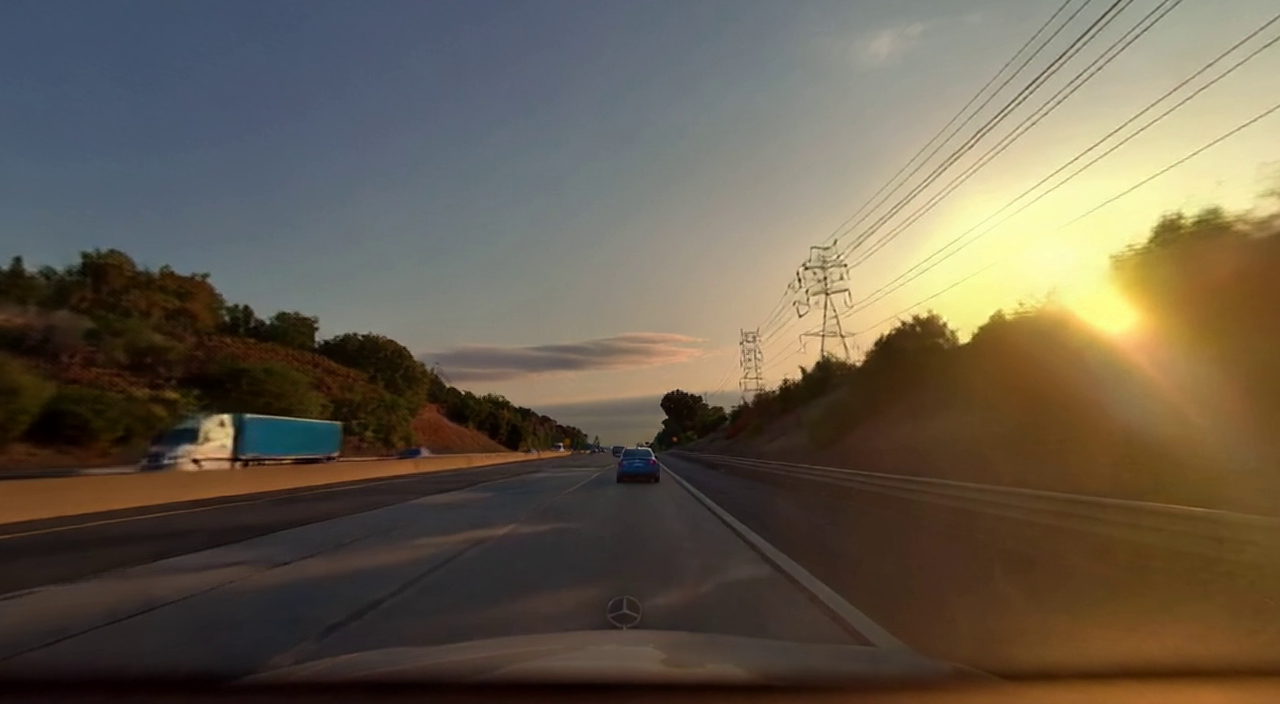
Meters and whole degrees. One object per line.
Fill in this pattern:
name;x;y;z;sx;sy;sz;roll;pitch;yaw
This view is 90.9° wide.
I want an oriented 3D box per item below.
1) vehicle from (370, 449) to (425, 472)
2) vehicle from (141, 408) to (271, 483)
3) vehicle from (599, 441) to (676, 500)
vehicle;-16.290;7.290;42.533;1.974;1.485;4.249;0;-9;0
vehicle;-24.741;5.392;36.388;2.968;3.909;5.984;0;-9;0
vehicle;-0.087;3.373;18.361;1.966;1.499;4.298;0;-9;-1
